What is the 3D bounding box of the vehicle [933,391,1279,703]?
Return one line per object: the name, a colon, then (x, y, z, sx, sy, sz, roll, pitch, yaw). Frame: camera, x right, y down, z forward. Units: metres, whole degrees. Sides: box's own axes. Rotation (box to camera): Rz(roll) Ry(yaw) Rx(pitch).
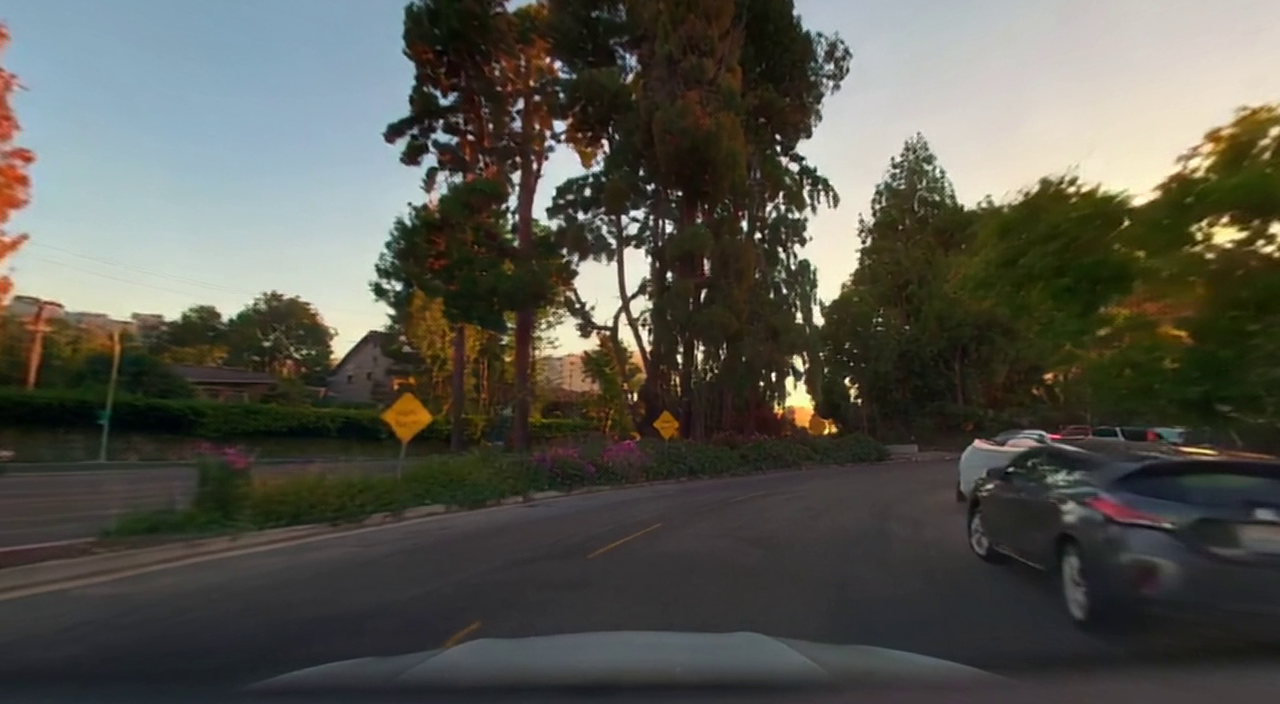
vehicle: (4.144, 1.330, 5.231, 2.195, 1.605, 5.134, -2, -9, 15)
